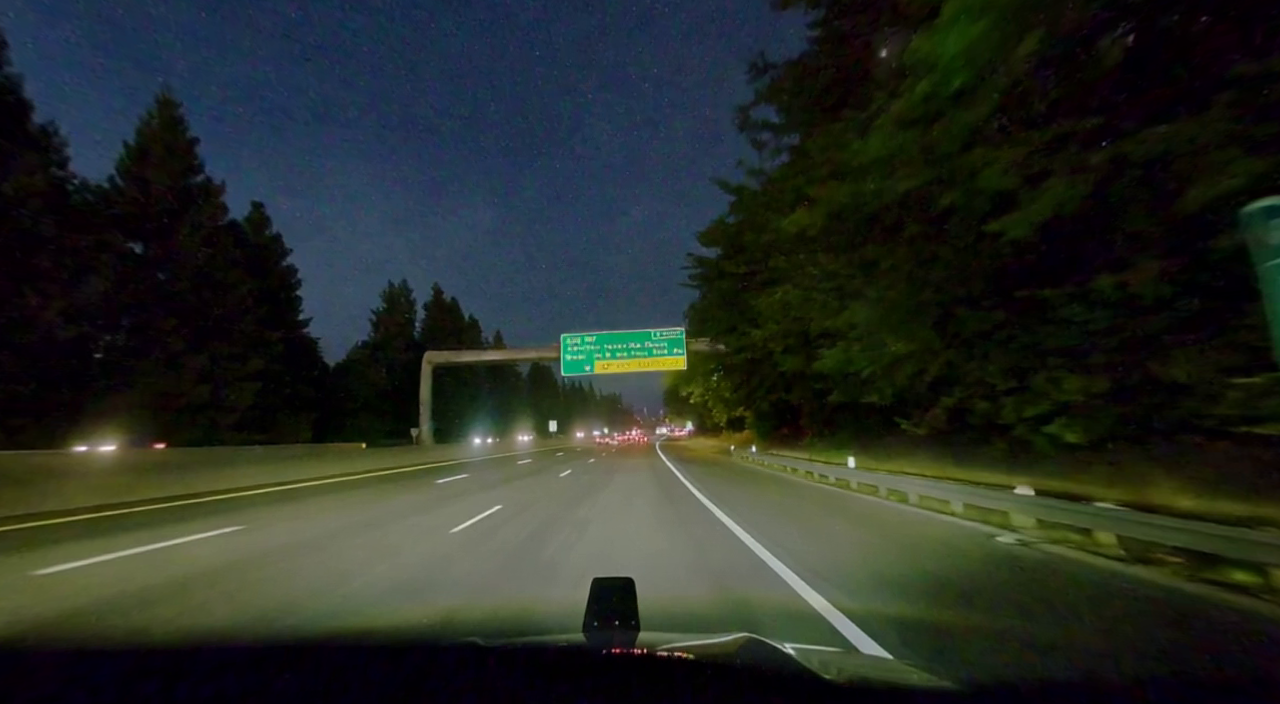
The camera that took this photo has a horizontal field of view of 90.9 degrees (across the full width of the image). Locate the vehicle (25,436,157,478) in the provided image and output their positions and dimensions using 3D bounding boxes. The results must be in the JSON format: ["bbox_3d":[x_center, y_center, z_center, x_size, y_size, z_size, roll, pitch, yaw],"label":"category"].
[{"bbox_3d":[-24.189,4.595,28.012,1.903,1.705,4.316,0,-8,1],"label":"vehicle"}]
